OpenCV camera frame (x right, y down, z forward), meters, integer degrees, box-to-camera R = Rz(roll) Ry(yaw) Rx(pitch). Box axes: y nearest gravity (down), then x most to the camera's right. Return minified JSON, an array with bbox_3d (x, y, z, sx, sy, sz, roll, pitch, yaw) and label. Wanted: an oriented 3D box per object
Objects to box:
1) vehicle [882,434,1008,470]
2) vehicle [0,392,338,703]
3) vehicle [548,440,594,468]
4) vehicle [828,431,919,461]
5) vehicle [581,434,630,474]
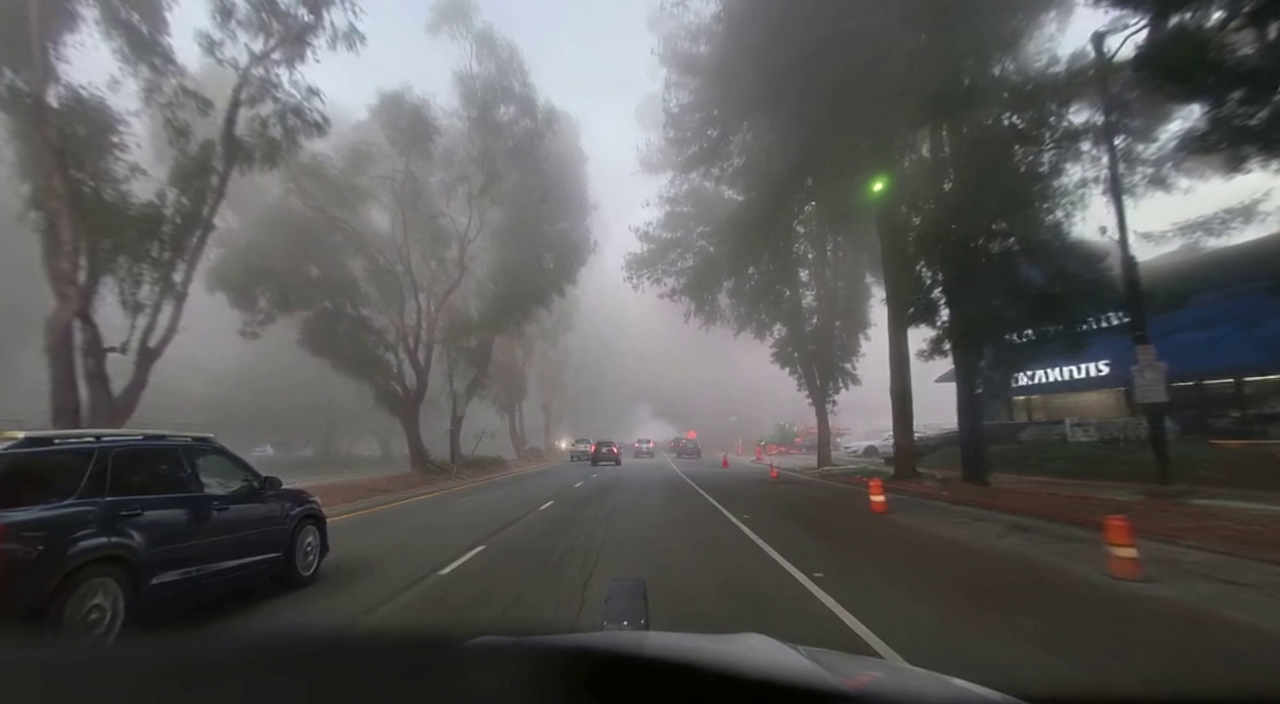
[{"bbox_3d":[13.400,4.423,28.015,4.835,1.458,1.934,-3,-9,22],"label":"vehicle"},{"bbox_3d":[-3.903,1.158,4.228,1.856,1.540,3.733,0,-8,0],"label":"vehicle"},{"bbox_3d":[-3.833,5.800,35.922,2.107,1.482,4.674,0,-8,0],"label":"vehicle"},{"bbox_3d":[13.870,5.567,37.416,4.804,1.695,2.055,-4,-9,25],"label":"vehicle"},{"bbox_3d":[-1.624,4.584,28.530,2.038,1.682,4.399,1,-9,-5],"label":"vehicle"}]
